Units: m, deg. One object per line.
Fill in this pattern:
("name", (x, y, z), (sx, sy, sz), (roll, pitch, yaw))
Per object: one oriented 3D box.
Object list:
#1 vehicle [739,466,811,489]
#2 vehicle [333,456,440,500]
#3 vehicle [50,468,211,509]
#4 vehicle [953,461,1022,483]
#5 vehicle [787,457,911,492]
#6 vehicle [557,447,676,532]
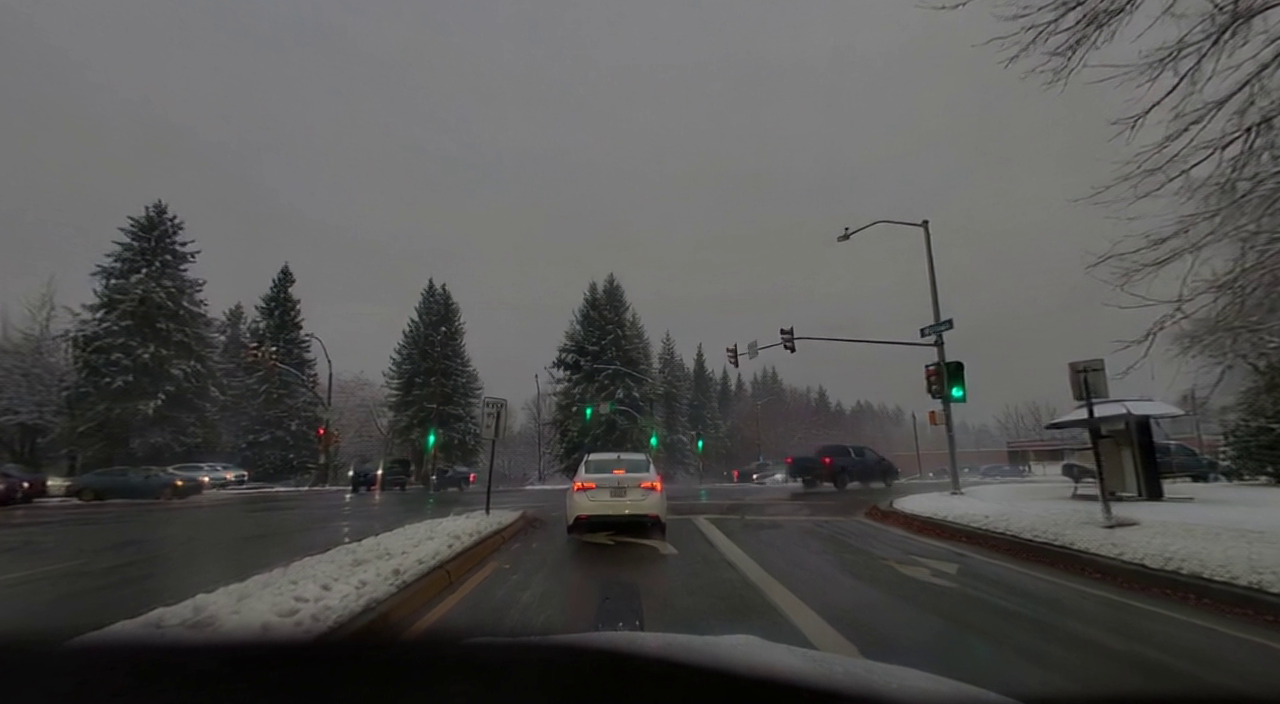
("vehicle", (9.061, 8.412, 42.524), (4.254, 1.359, 1.895), (2, -9, -16))
("vehicle", (-11.643, 5.734, 29.009), (4.355, 1.789, 2.175), (-5, -10, 28))
("vehicle", (-20.067, 5.375, 25.102), (4.548, 1.449, 1.802), (2, -9, -14))
("vehicle", (25.960, 8.943, 47.208), (4.358, 1.471, 1.875), (3, -9, -16))
("vehicle", (9.331, 5.484, 28.472), (4.838, 1.449, 2.077), (1, -9, -7))
("vehicle", (-0.521, 2.766, 13.386), (2.112, 1.479, 4.264), (0, -8, -3))
